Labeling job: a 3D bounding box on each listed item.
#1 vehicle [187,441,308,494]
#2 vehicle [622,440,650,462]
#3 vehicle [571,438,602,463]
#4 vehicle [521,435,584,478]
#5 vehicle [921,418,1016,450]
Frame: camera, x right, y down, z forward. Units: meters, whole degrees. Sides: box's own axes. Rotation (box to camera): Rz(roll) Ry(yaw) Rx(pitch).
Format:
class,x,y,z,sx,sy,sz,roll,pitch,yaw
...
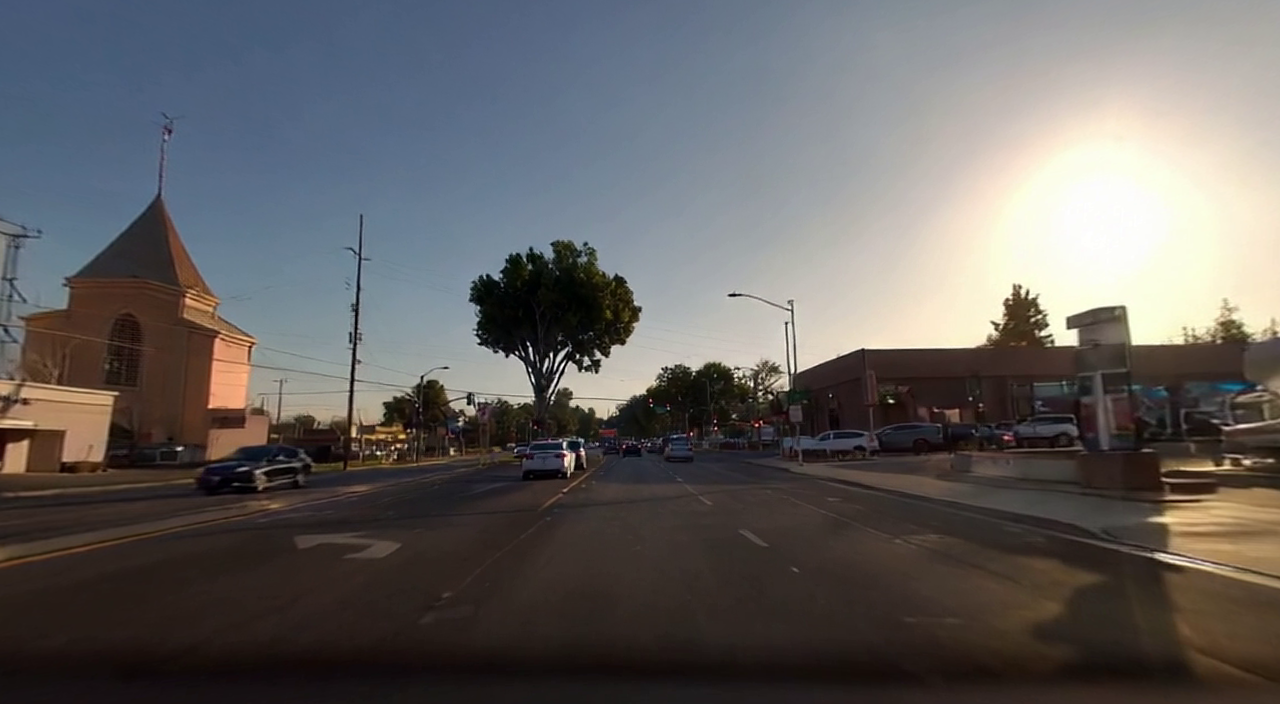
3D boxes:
class,x,y,z,sx,sy,sz,roll,pitch,yaw
vehicle,-14.682,4.303,23.953,1.891,1.670,4.333,-5,-8,-1
vehicle,-0.307,7.301,46.603,1.976,1.509,3.647,0,-8,-2
vehicle,-3.764,7.062,45.426,1.941,1.740,3.989,0,-8,-1
vehicle,-3.676,4.475,27.337,2.040,1.661,4.573,0,-8,1
vehicle,23.082,5.792,44.576,5.314,2.134,2.261,0,-8,1
